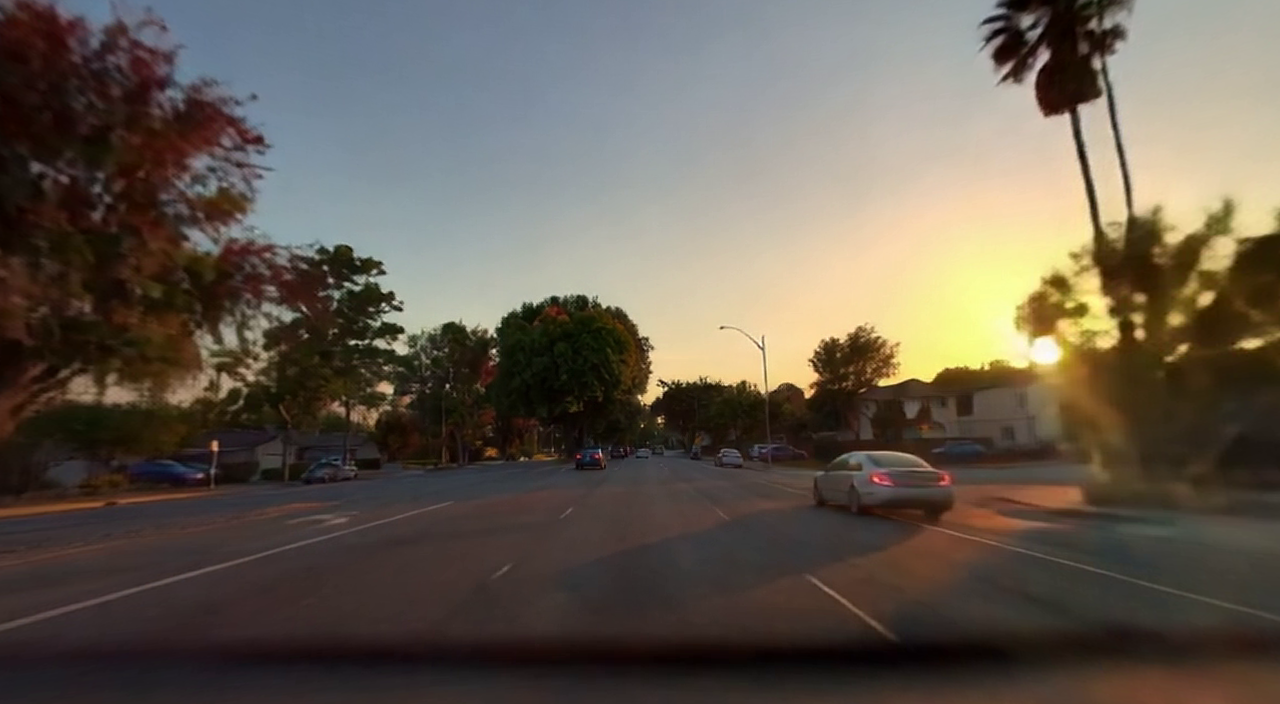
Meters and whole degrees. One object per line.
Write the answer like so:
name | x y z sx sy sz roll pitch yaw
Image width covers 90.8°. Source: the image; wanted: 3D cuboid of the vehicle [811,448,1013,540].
vehicle | 4.959 2.623 12.468 2.149 1.421 4.805 -1 -9 4

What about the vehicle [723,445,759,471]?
vehicle | 7.897 8.393 49.828 2.006 1.758 4.311 4 -10 0

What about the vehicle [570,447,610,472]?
vehicle | -3.245 7.080 41.945 2.263 1.548 4.555 0 -9 0

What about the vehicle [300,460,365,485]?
vehicle | -21.099 8.263 43.575 2.003 1.555 4.921 -1 -10 0

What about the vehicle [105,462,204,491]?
vehicle | -28.232 7.214 36.837 4.113 1.535 1.952 1 -8 -1
